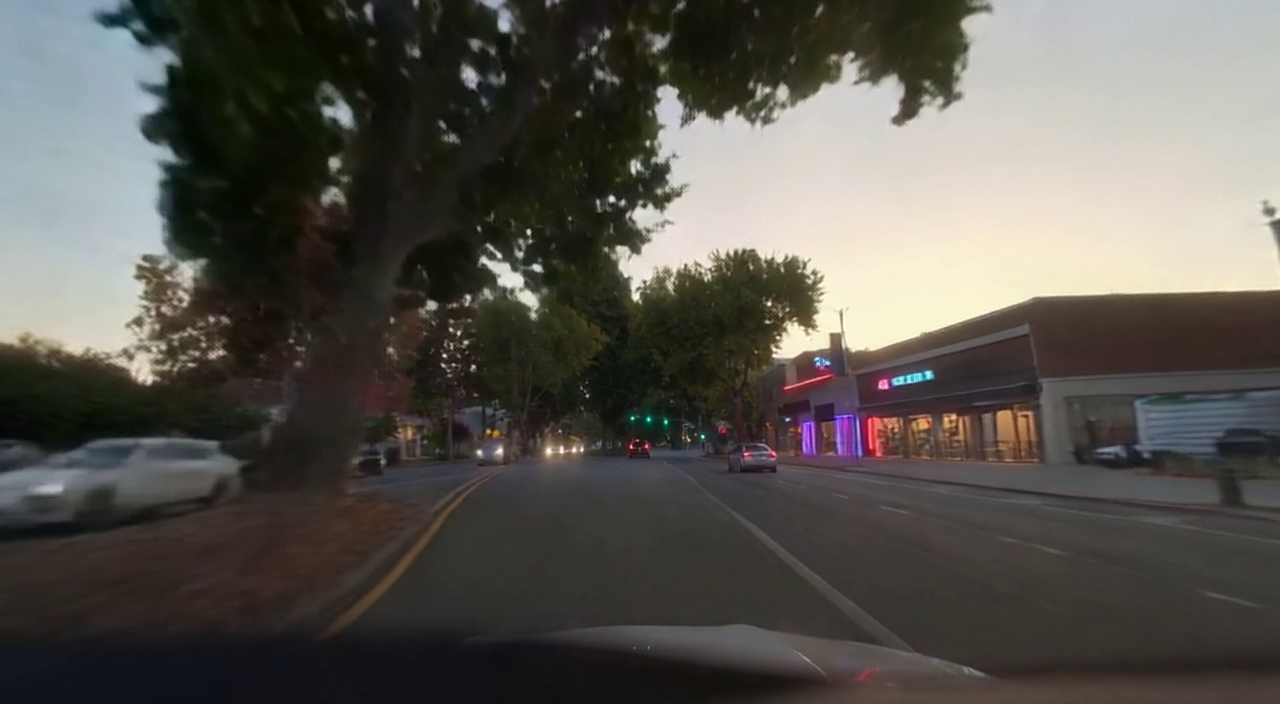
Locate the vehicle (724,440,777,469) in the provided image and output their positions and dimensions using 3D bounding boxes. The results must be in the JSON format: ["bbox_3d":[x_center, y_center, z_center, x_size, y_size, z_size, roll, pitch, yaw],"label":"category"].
[{"bbox_3d":[6.168,5.784,35.835,2.024,1.475,4.600,0,-8,-2],"label":"vehicle"}]

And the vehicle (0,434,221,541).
[{"bbox_3d":[-9.582,2.213,11.001,1.676,1.469,4.362,0,-8,-2],"label":"vehicle"}]
